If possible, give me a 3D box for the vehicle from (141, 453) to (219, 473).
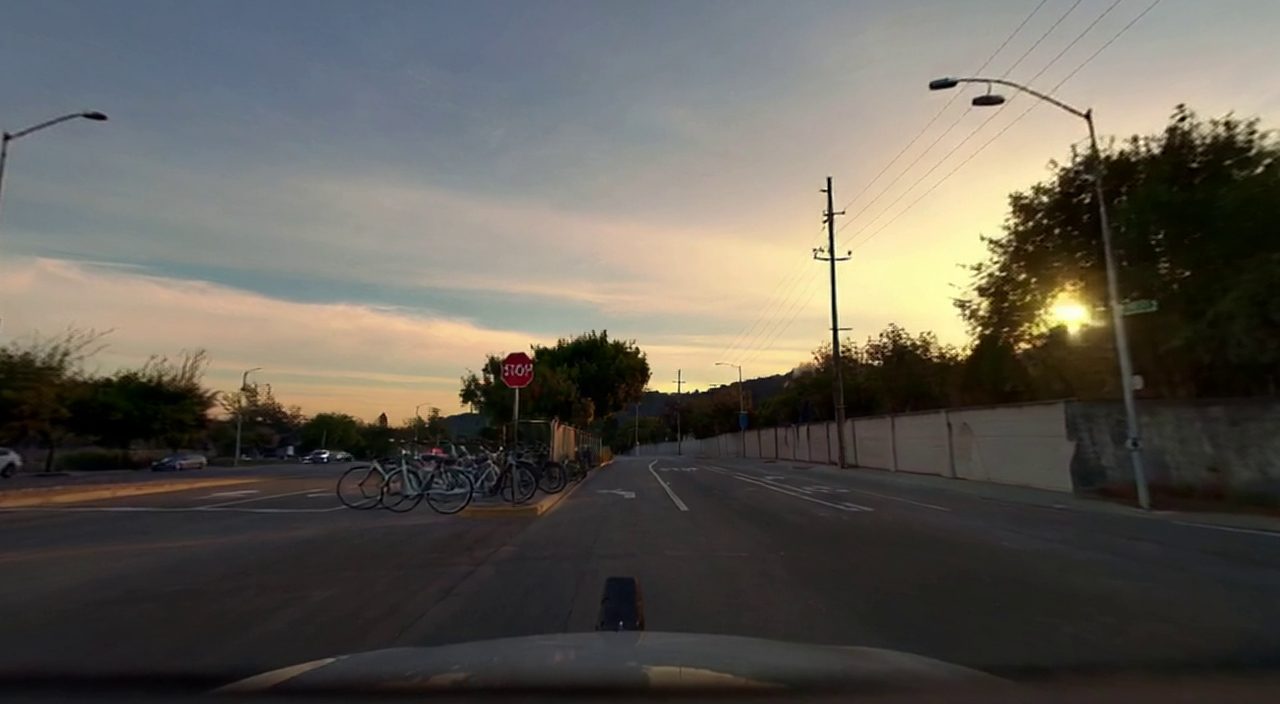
[{"bbox_3d":[-34.040,8.229,46.851,4.327,1.402,1.757,0,-9,-4],"label":"vehicle"}]
